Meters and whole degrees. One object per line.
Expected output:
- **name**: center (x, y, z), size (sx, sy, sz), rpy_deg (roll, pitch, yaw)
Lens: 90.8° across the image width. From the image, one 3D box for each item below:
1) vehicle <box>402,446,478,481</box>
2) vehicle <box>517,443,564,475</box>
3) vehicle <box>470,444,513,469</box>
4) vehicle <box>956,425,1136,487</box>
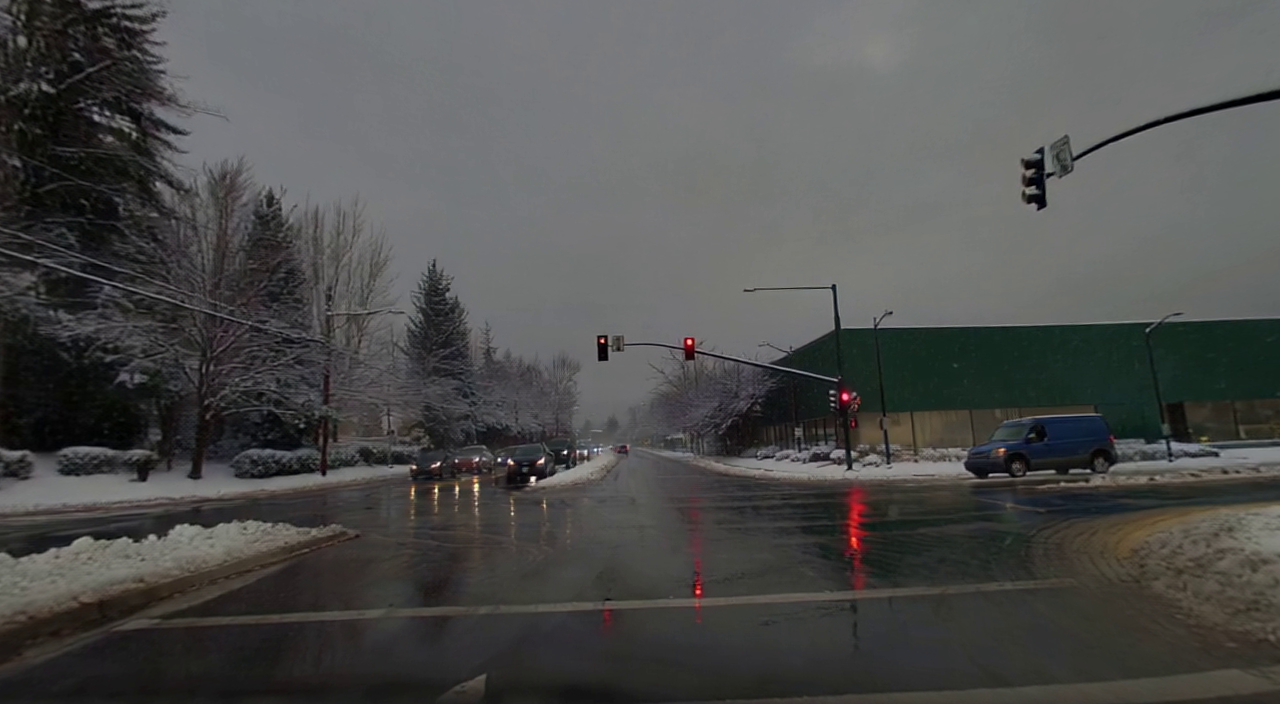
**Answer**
- **vehicle**: center (-9.008, 5.028, 28.872), size (2.024, 1.460, 4.381), rpy_deg (0, -9, 0)
- **vehicle**: center (-4.788, 5.191, 30.921), size (1.846, 1.416, 4.228), rpy_deg (0, -9, -3)
- **vehicle**: center (-9.019, 6.371, 38.758), size (1.779, 1.460, 4.463), rpy_deg (0, -9, -3)
- **vehicle**: center (14.846, 3.757, 23.127), size (5.910, 2.046, 2.228), rpy_deg (3, -9, -19)
